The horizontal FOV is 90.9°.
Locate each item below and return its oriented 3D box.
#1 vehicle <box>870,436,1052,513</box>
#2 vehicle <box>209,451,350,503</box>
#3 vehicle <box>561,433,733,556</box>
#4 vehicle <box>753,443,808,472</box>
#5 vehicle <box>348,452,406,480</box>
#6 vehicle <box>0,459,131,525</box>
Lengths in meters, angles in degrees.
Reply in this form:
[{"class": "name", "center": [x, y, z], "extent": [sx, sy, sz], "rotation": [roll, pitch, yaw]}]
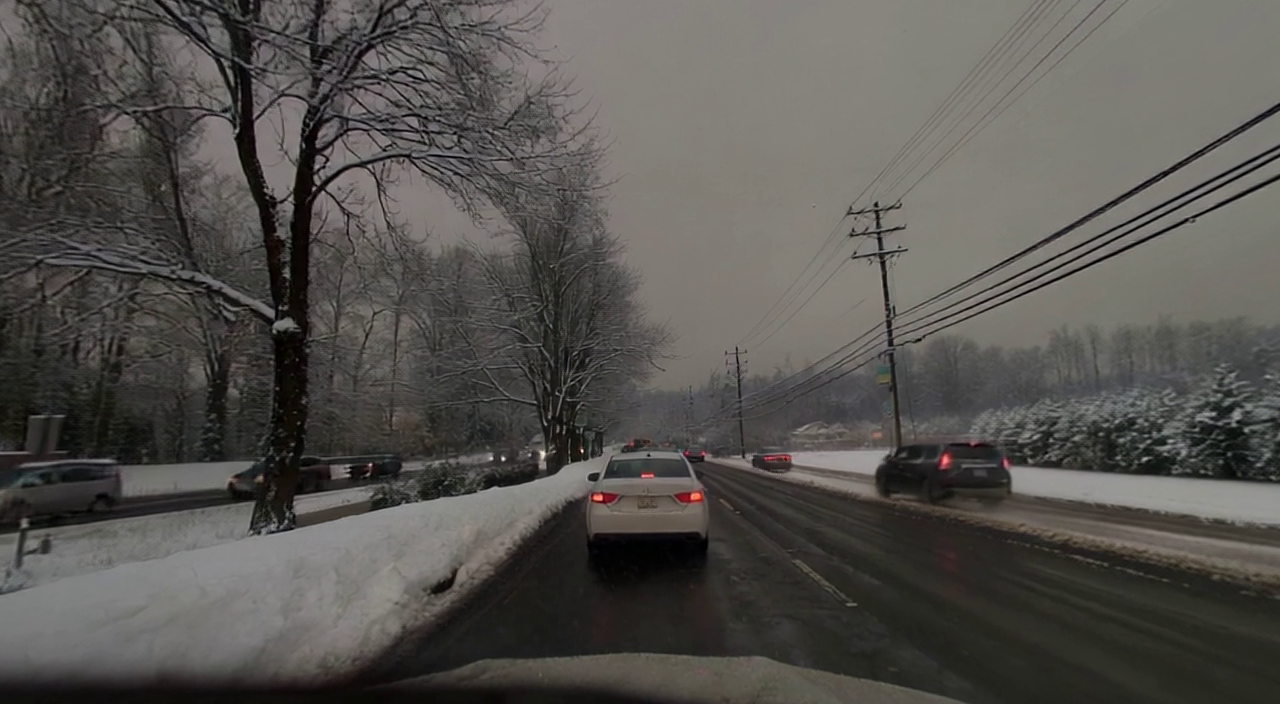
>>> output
[{"class": "vehicle", "center": [7.117, 2.729, 14.625], "extent": [1.850, 1.480, 4.474], "rotation": [0, -8, 0]}, {"class": "vehicle", "center": [-11.825, 4.095, 21.137], "extent": [1.988, 1.486, 4.586], "rotation": [0, -8, 0]}, {"class": "vehicle", "center": [0.084, 2.041, 9.758], "extent": [2.108, 1.479, 3.935], "rotation": [0, -8, 0]}, {"class": "vehicle", "center": [7.592, 5.737, 34.471], "extent": [1.899, 1.458, 4.499], "rotation": [0, -8, -1]}, {"class": "vehicle", "center": [-15.068, 6.539, 36.368], "extent": [1.701, 1.494, 3.791], "rotation": [0, -8, 0]}, {"class": "vehicle", "center": [-16.150, 3.606, 16.572], "extent": [1.856, 1.452, 4.530], "rotation": [0, -8, -1]}]
